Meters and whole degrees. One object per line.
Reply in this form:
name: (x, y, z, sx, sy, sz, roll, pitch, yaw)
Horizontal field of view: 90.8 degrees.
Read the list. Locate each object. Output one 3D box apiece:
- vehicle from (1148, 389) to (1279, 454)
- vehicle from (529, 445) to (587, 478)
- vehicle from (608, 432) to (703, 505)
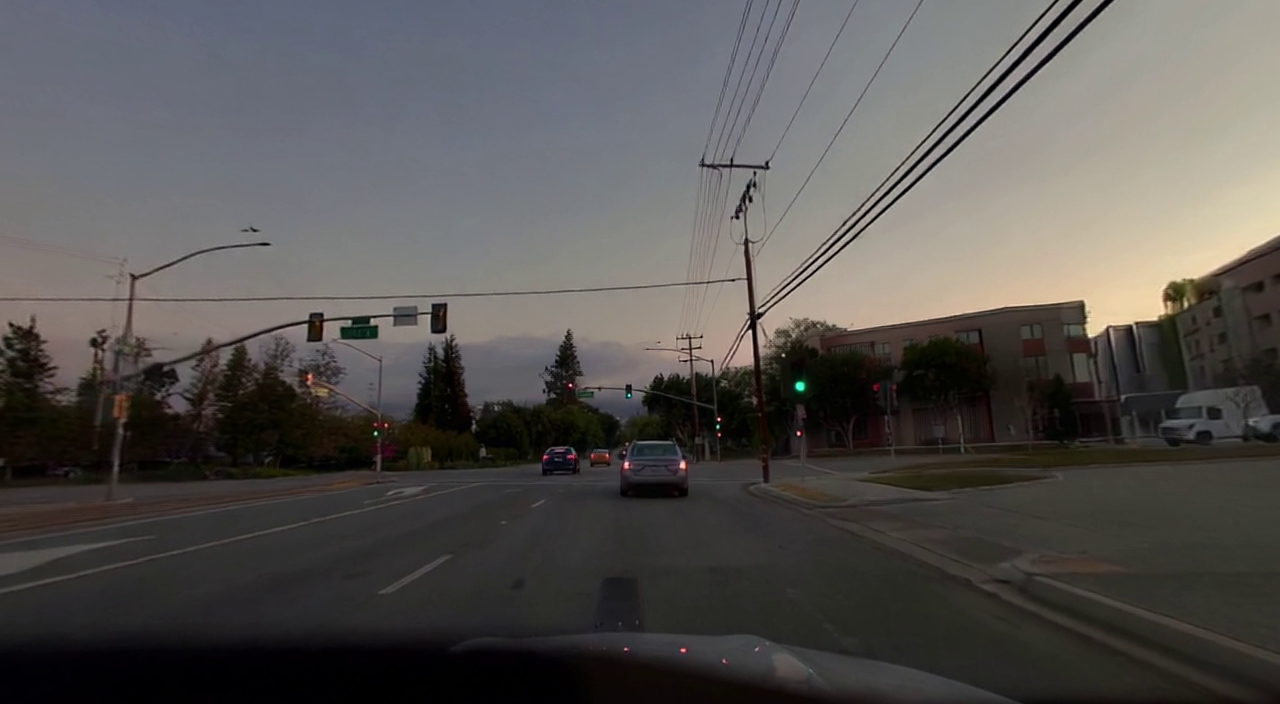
vehicle: (42.375, 5.256, 46.870, 5.749, 4.403, 3.494, -3, -10, 7)
vehicle: (-3.913, 5.270, 30.737, 2.153, 1.474, 4.284, 0, -9, 1)
vehicle: (0.353, 2.964, 16.431, 2.156, 1.636, 3.923, 0, -9, 0)
